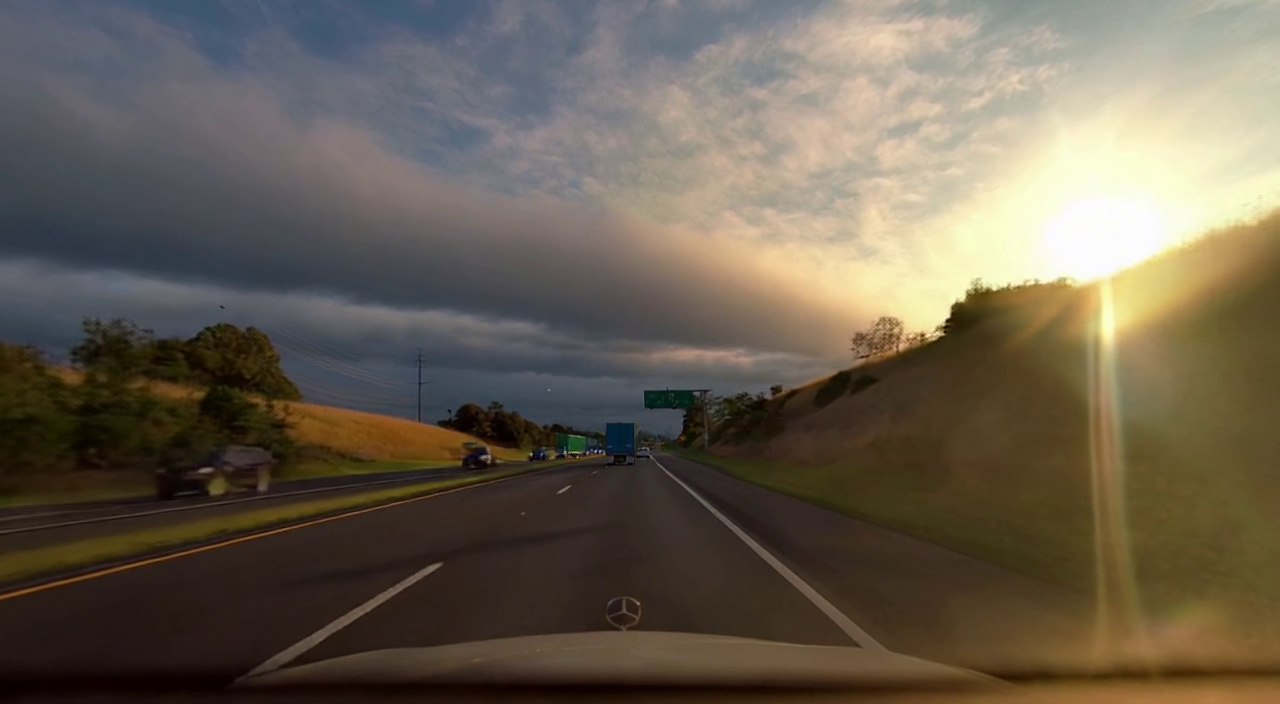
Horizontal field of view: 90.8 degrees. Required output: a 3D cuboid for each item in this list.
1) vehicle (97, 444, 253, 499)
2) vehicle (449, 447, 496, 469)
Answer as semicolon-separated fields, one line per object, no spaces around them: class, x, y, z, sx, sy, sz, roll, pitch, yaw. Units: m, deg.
vehicle;-15.606;4.010;21.554;1.997;1.664;4.385;0;-9;0
vehicle;-12.049;7.667;45.776;2.108;1.493;4.427;0;-9;1
